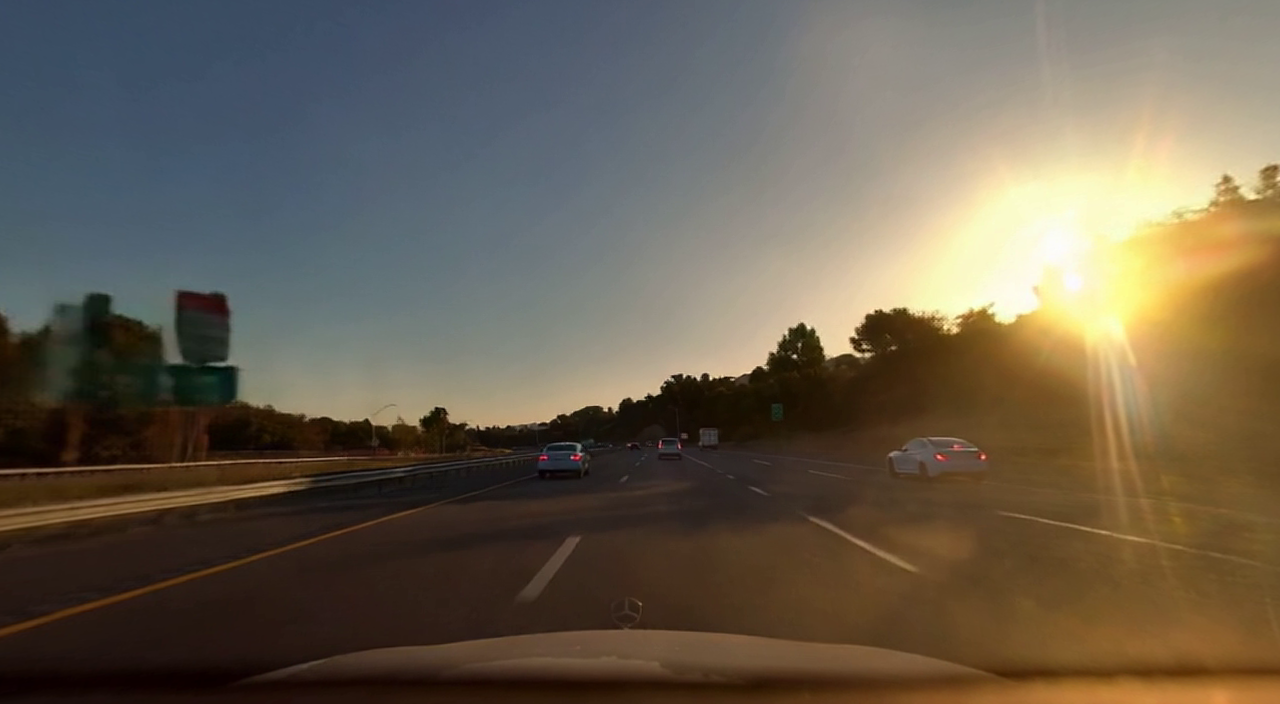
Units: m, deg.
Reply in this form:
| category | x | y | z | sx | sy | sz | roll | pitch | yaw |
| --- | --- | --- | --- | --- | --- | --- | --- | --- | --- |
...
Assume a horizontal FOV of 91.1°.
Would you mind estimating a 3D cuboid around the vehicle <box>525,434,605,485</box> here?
| category | x | y | z | sx | sy | sz | roll | pitch | yaw |
| --- | --- | --- | --- | --- | --- | --- | --- | --- | --- |
| vehicle | -2.433 | 3.643 | 21.509 | 2.050 | 1.546 | 4.344 | -1 | -8 | 2 |

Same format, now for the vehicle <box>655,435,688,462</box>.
| category | x | y | z | sx | sy | sz | roll | pitch | yaw |
| --- | --- | --- | --- | --- | --- | --- | --- | --- | --- |
| vehicle | 2.064 | 6.470 | 42.107 | 2.063 | 1.698 | 4.355 | 0 | -8 | 2 |

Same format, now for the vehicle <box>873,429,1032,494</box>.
| category | x | y | z | sx | sy | sz | roll | pitch | yaw |
| --- | --- | --- | --- | --- | --- | --- | --- | --- | --- |
| vehicle | 8.314 | 2.957 | 17.373 | 1.870 | 1.493 | 5.015 | 0 | -8 | 1 |
